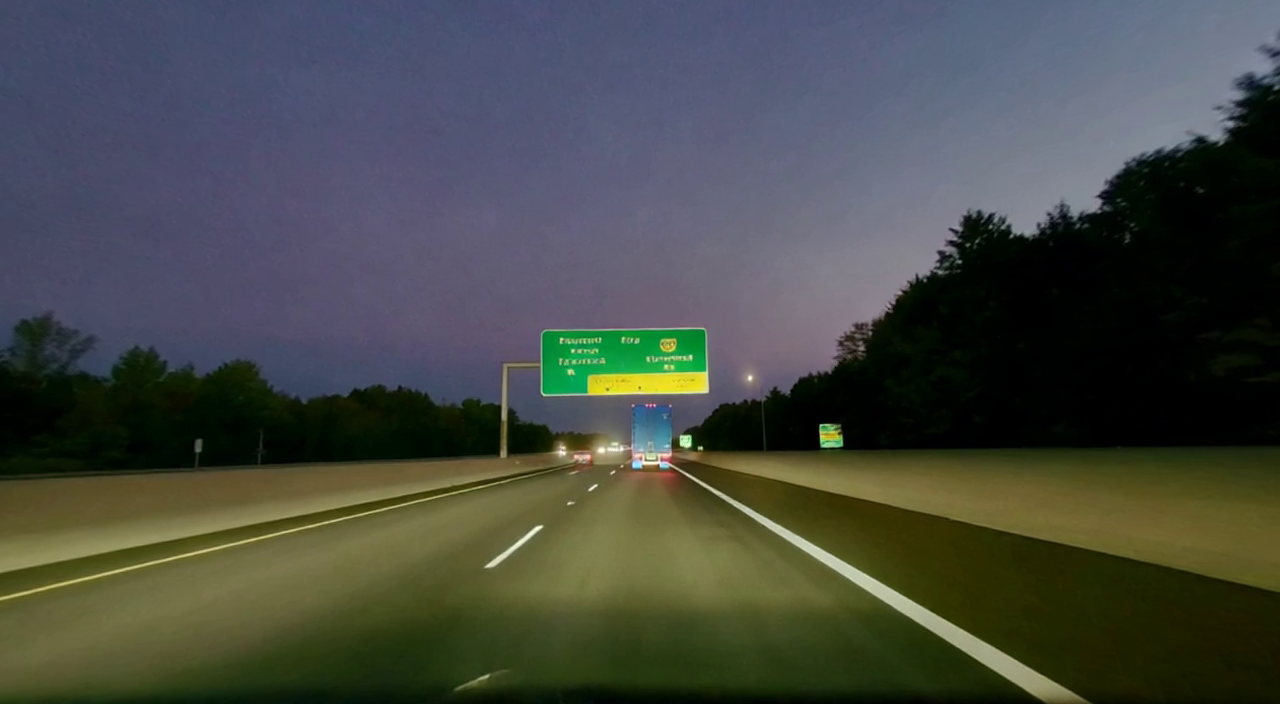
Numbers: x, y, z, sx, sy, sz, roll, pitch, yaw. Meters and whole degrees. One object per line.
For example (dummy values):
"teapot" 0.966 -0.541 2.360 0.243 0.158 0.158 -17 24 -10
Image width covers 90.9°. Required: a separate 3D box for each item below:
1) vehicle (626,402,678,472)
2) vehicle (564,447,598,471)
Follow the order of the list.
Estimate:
"vehicle" 0.741 5.762 42.107 3.022 4.072 10.318 0 -9 0
"vehicle" -3.898 7.139 42.190 1.873 1.469 3.601 0 -9 1
